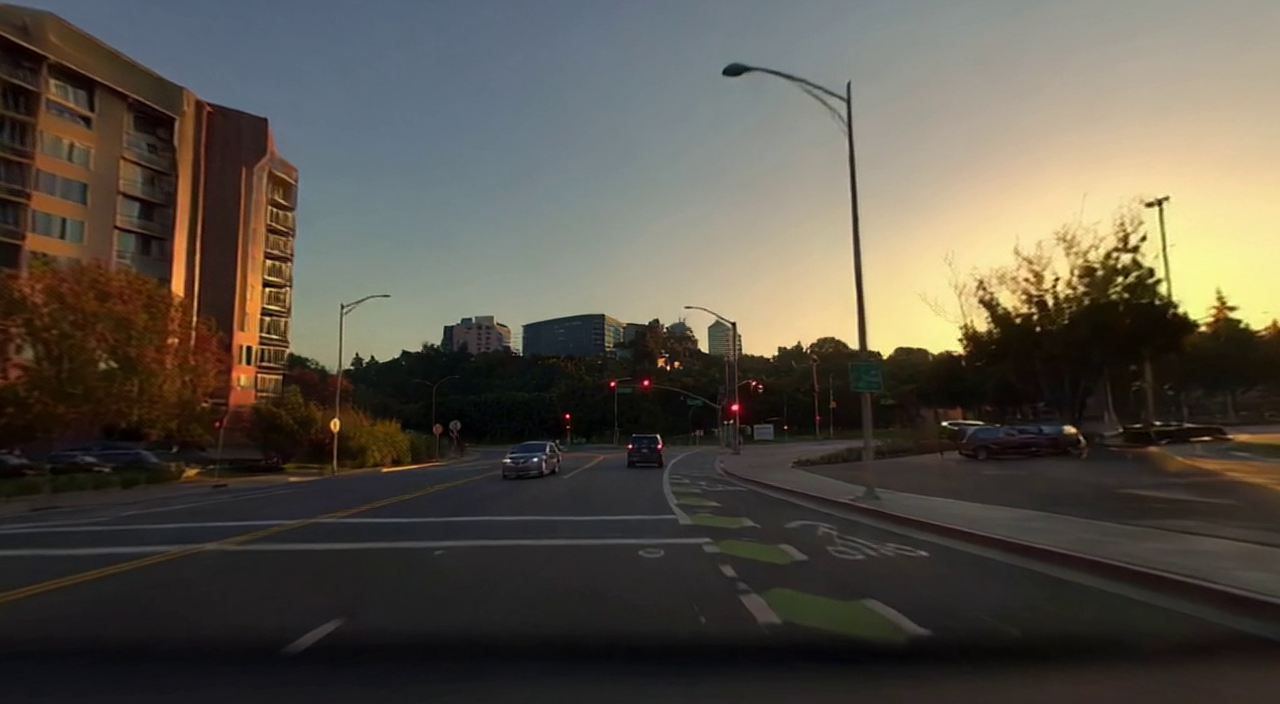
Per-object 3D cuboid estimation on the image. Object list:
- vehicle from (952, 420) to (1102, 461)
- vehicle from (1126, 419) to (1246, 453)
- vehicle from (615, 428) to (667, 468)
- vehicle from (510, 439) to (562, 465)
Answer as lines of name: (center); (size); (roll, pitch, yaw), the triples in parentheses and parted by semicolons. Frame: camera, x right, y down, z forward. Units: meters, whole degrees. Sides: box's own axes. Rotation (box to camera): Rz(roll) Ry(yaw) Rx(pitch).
vehicle: (14.812, 3.435, 24.397); (4.486, 1.494, 1.802); (-1, -8, 5)
vehicle: (29.318, 4.499, 34.032); (4.504, 1.759, 1.955); (0, -8, 4)
vehicle: (0.132, 4.774, 31.549); (2.230, 1.827, 4.298); (-1, -8, 5)
vehicle: (-6.369, 6.160, 39.212); (1.939, 1.484, 4.645); (-1, -8, 7)
